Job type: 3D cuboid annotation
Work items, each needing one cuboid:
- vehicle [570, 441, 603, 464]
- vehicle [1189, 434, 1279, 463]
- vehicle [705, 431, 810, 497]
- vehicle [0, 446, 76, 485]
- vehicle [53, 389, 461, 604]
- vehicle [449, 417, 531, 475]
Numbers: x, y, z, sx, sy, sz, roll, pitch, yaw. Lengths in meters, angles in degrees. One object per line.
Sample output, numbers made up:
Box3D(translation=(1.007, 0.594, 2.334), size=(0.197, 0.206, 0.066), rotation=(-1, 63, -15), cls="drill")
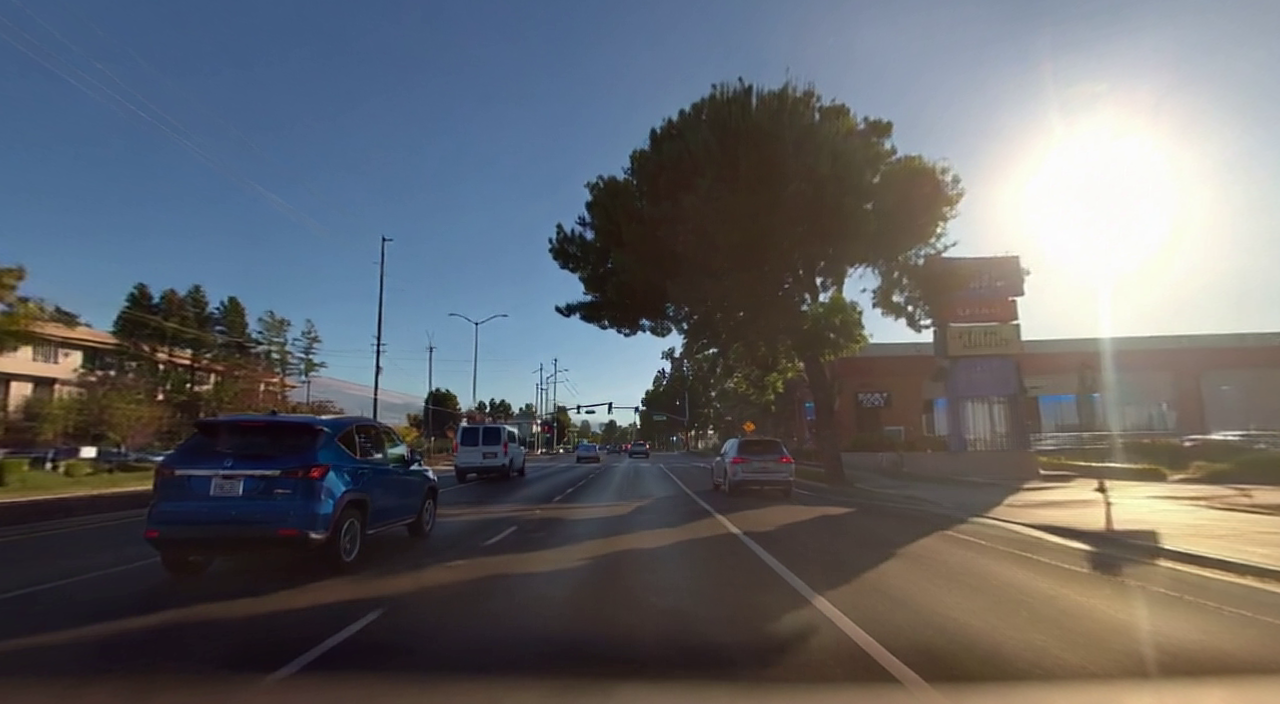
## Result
Box3D(translation=(-4.091, 7.855, 49.207), size=(2.133, 1.677, 4.727), rotation=(0, -9, 1), cls="vehicle")
Box3D(translation=(38.875, 6.250, 40.647), size=(2.009, 1.754, 4.928), rotation=(1, -9, -7), cls="vehicle")
Box3D(translation=(3.457, 3.422, 19.586), size=(2.167, 1.792, 4.835), rotation=(0, -9, -2), cls="vehicle")
Box3D(translation=(-30.169, 5.327, 29.829), size=(4.590, 1.757, 2.157), rotation=(0, -9, -2), cls="vehicle")
Box3D(translation=(-3.774, 1.512, 7.400), size=(2.038, 1.748, 4.303), rotation=(0, -9, 0), cls="vehicle")
Box3D(translation=(-7.391, 4.778, 31.949), size=(2.863, 2.592, 6.410), rotation=(1, -9, -3), cls="vehicle")
